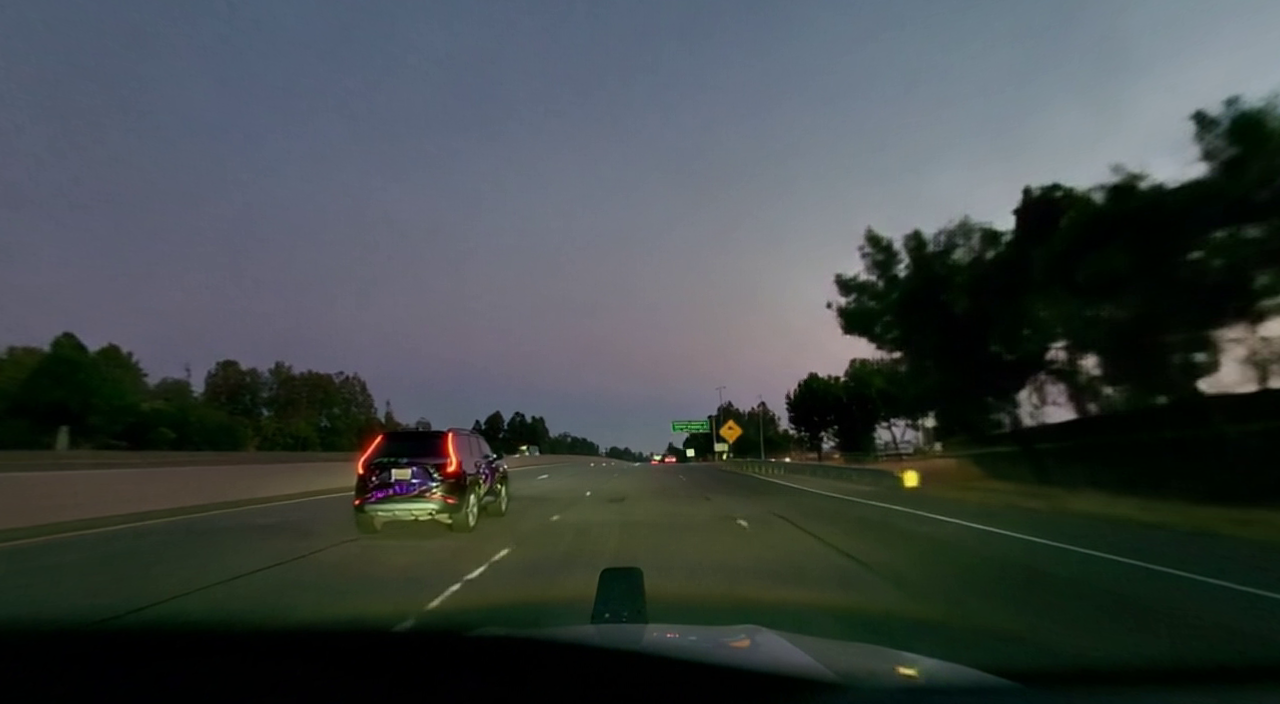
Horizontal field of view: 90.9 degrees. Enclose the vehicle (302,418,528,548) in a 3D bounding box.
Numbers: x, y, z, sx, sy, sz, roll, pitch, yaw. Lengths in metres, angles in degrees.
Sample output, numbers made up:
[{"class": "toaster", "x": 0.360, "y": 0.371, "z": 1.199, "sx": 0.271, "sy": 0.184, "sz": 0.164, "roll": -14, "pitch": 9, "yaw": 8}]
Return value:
[{"class": "vehicle", "x": -3.573, "y": 2.176, "z": 11.217, "sx": 2.183, "sy": 1.803, "sz": 4.685, "roll": 0, "pitch": -8, "yaw": 1}]
